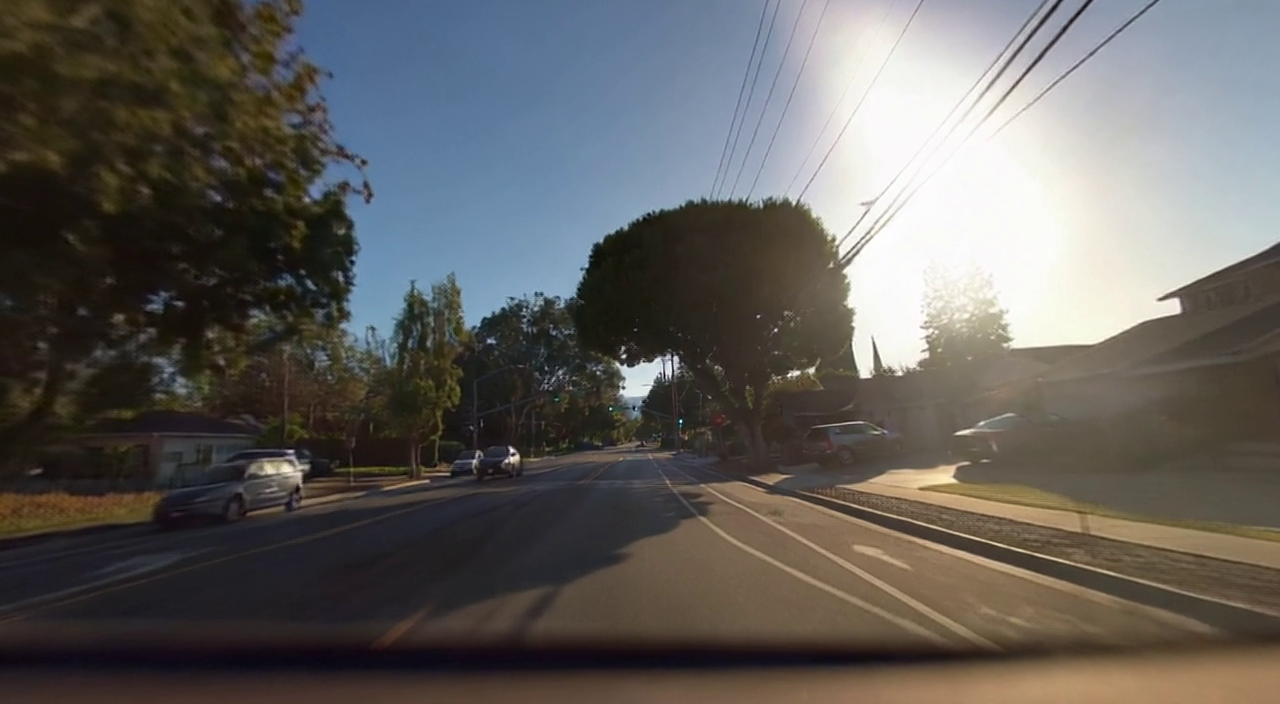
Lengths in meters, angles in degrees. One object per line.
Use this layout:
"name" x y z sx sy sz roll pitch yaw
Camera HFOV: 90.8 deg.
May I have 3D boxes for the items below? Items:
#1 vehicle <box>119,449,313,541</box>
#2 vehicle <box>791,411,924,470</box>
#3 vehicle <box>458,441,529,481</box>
"vehicle" -11.472 3.805 17.649 2.024 1.795 5.054 -10 -8 -3
"vehicle" 9.466 3.776 27.386 5.565 2.036 1.907 -1 -7 -27
"vehicle" -6.979 5.210 30.604 2.142 1.611 4.890 -4 -9 1
